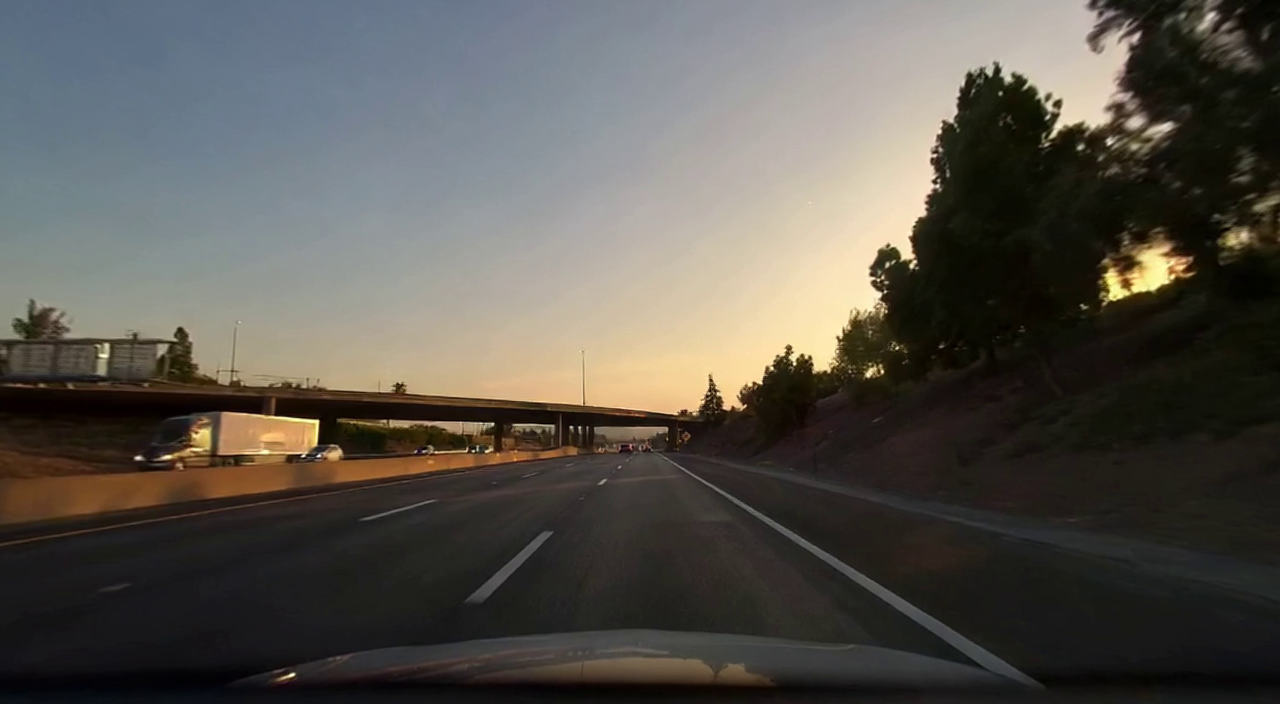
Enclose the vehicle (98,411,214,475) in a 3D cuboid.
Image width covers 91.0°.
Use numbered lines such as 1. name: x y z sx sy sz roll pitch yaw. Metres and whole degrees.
1. vehicle: -31.996 6.070 41.955 2.962 3.978 5.736 0 -9 -1
